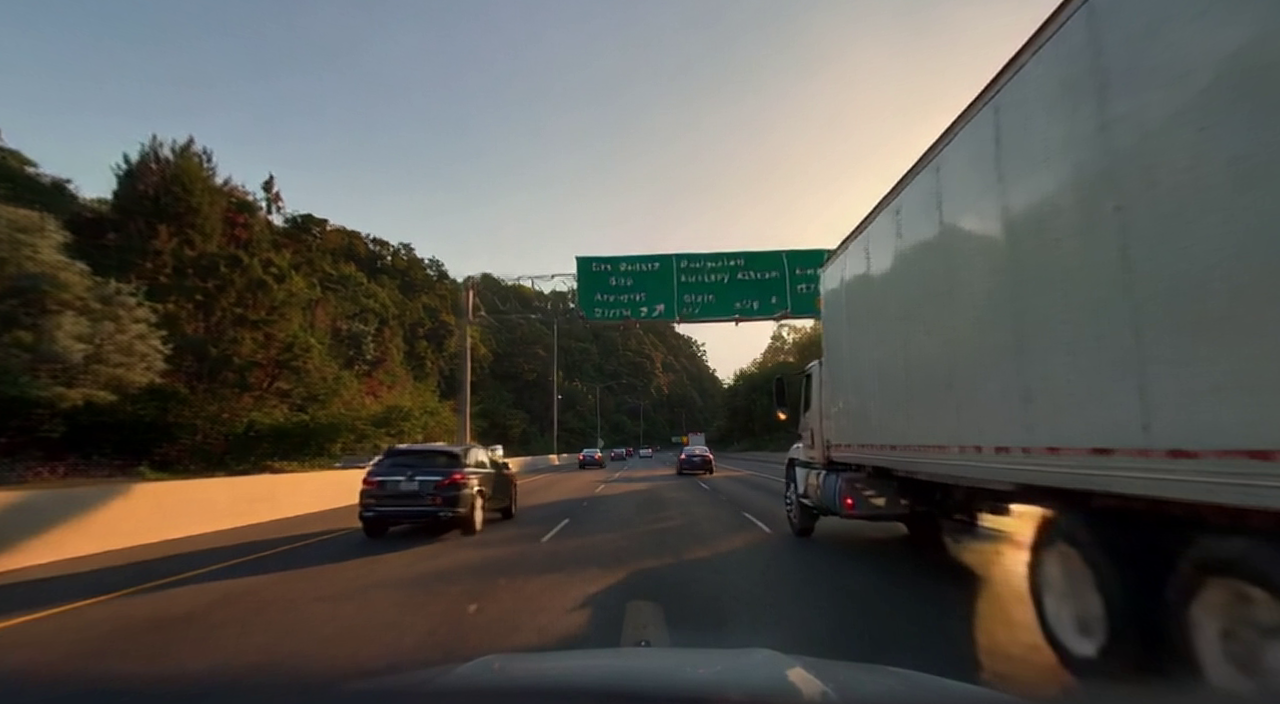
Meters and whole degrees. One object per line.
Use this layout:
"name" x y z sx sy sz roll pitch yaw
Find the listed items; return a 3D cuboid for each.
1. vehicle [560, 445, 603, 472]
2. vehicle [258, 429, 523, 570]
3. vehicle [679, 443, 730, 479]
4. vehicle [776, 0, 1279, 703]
"vehicle" -3.426 6.360 37.913 2.099 1.494 4.504 -1 -8 1
"vehicle" -3.334 2.066 9.811 1.974 1.589 5.047 -1 -8 1
"vehicle" 2.793 4.863 28.454 2.040 1.461 4.822 -1 -8 3
"vehicle" 3.980 0.267 5.985 2.985 3.895 11.239 -1 -8 1
